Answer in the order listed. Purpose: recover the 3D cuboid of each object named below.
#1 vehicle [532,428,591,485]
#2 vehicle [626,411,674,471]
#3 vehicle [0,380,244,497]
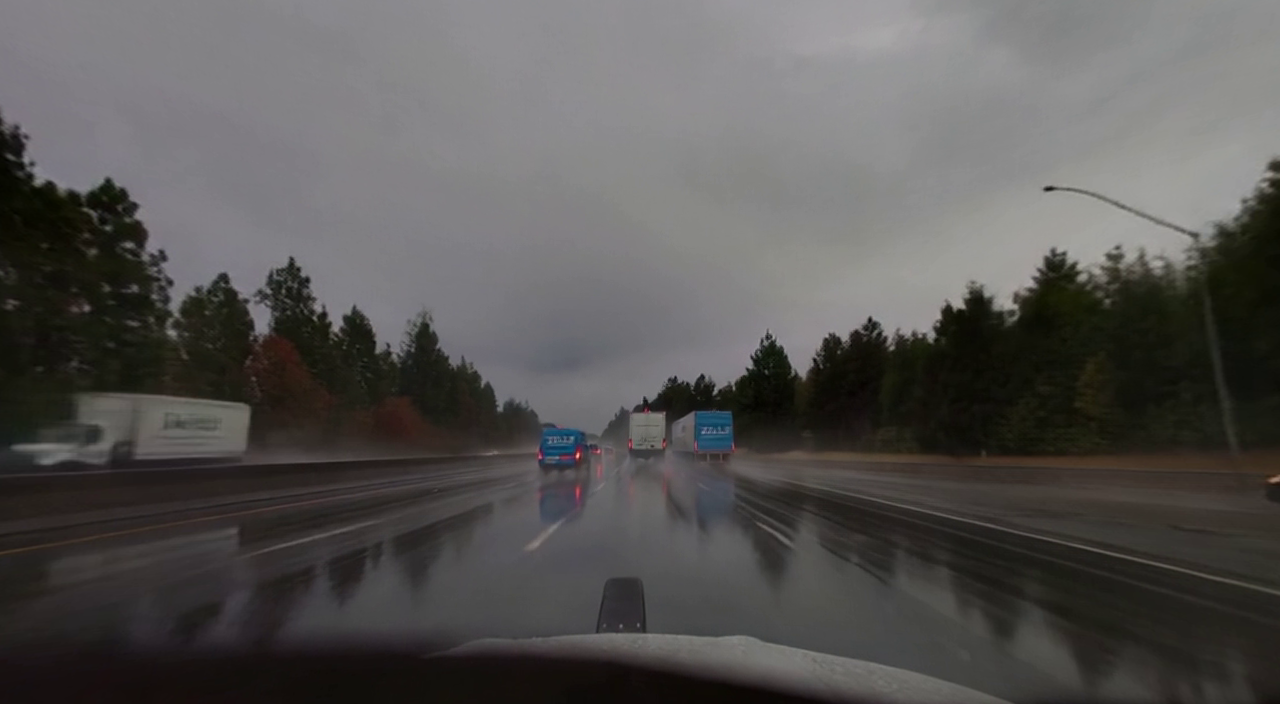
[{"bbox_3d":[-3.257,4.422,26.893,2.033,2.234,3.490,0,-9,0],"label":"vehicle"},{"bbox_3d":[0.627,6.813,47.832,3.201,4.019,10.918,0,-9,-1],"label":"vehicle"},{"bbox_3d":[-20.413,3.478,24.875,3.281,3.717,9.377,0,-9,1],"label":"vehicle"}]
